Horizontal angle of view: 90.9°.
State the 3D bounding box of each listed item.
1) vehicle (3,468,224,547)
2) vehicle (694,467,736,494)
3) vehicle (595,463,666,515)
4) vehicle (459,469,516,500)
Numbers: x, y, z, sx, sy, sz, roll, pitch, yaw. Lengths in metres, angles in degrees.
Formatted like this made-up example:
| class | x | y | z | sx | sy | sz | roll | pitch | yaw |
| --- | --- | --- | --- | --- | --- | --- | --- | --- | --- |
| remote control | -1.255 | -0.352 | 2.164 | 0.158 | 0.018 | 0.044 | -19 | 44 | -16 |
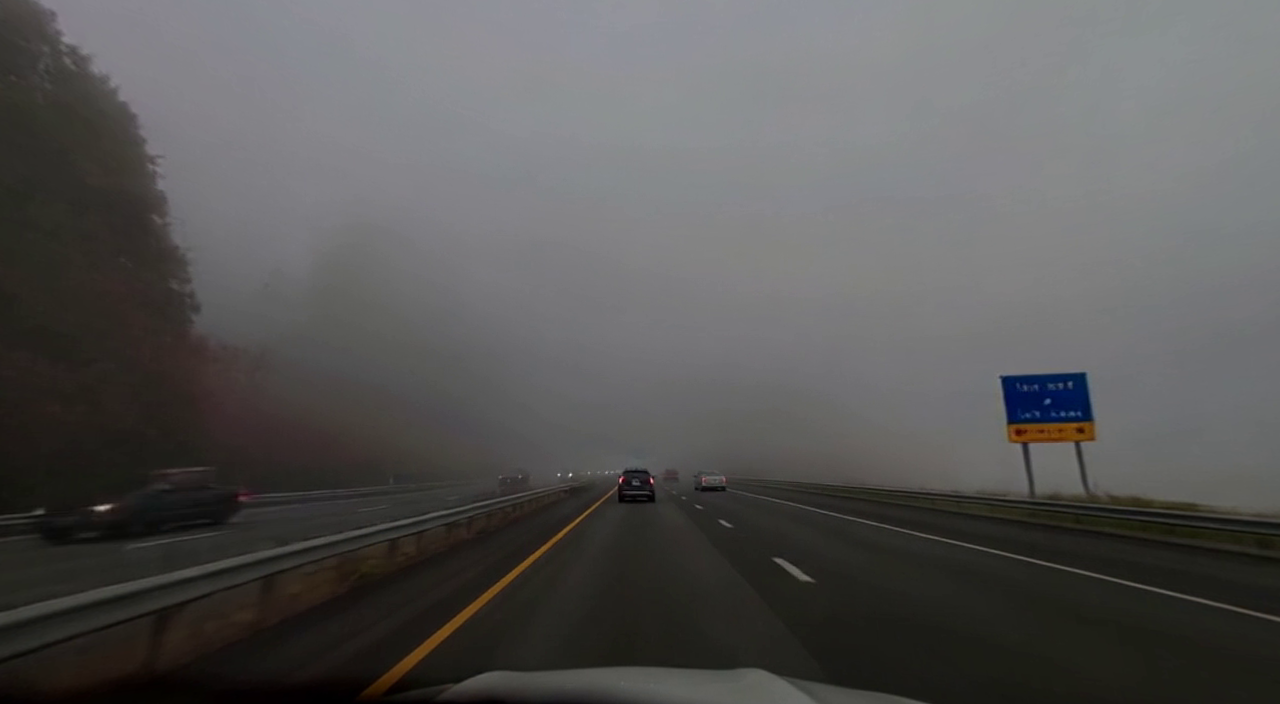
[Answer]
| class | x | y | z | sx | sy | sz | roll | pitch | yaw |
| --- | --- | --- | --- | --- | --- | --- | --- | --- | --- |
| vehicle | -12.296 | 3.600 | 15.138 | 1.856 | 1.595 | 3.945 | 1 | -10 | -1 |
| vehicle | 4.480 | 7.768 | 38.264 | 1.974 | 1.476 | 4.119 | 1 | -10 | -1 |
| vehicle | -0.308 | 4.361 | 20.395 | 2.060 | 1.473 | 3.726 | 1 | -10 | -1 |
| vehicle | -7.937 | 6.923 | 33.162 | 1.926 | 1.442 | 4.175 | 1 | -10 | 1 |
